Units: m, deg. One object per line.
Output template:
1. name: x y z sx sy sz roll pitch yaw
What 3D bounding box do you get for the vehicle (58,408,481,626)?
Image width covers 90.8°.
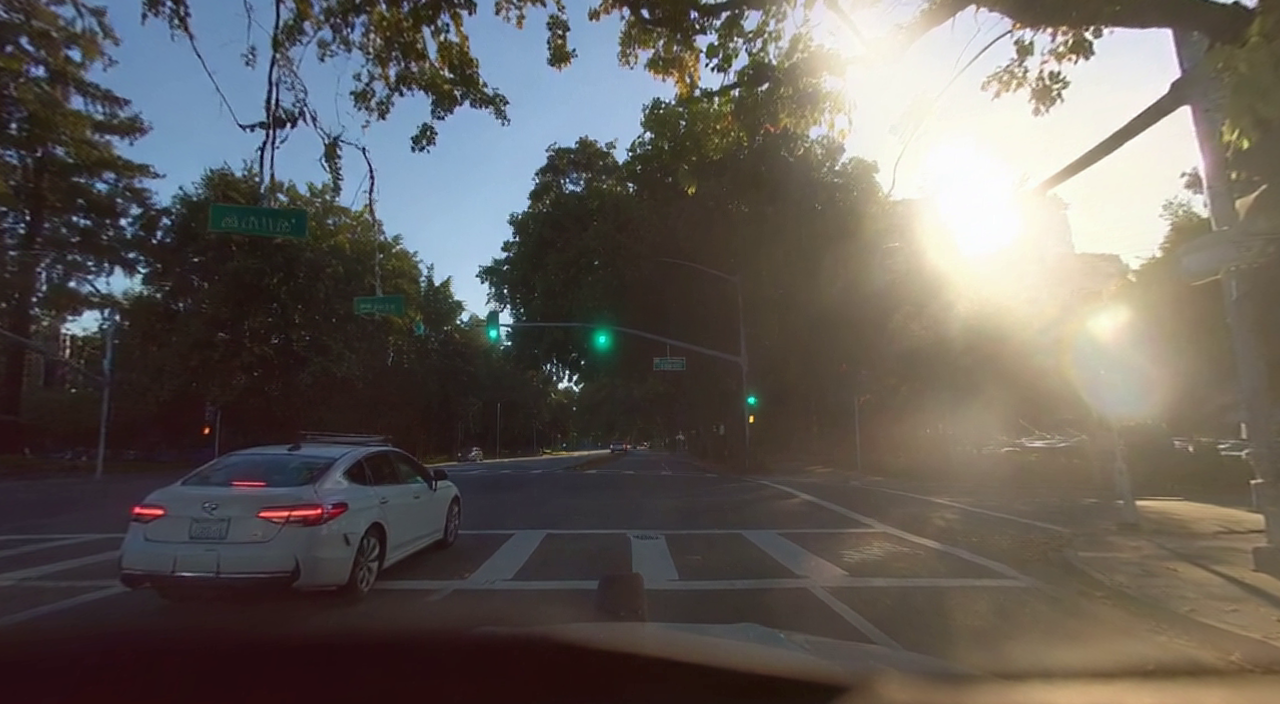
1. vehicle: -3.320 1.556 7.011 2.076 1.599 4.483 0 -8 -2
